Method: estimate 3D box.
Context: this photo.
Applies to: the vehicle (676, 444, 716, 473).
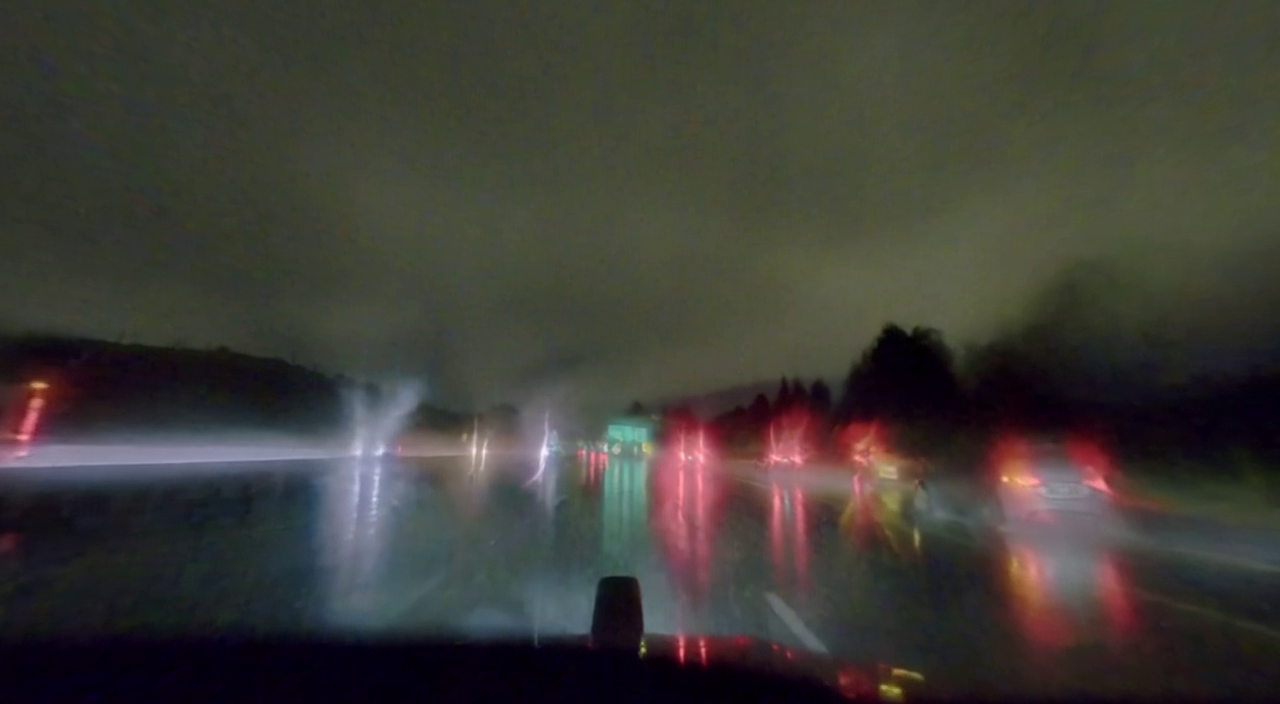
[{"bbox_3d":[3.134,6.101,35.967,1.895,1.555,4.030,0,-9,0],"label":"vehicle"}]
